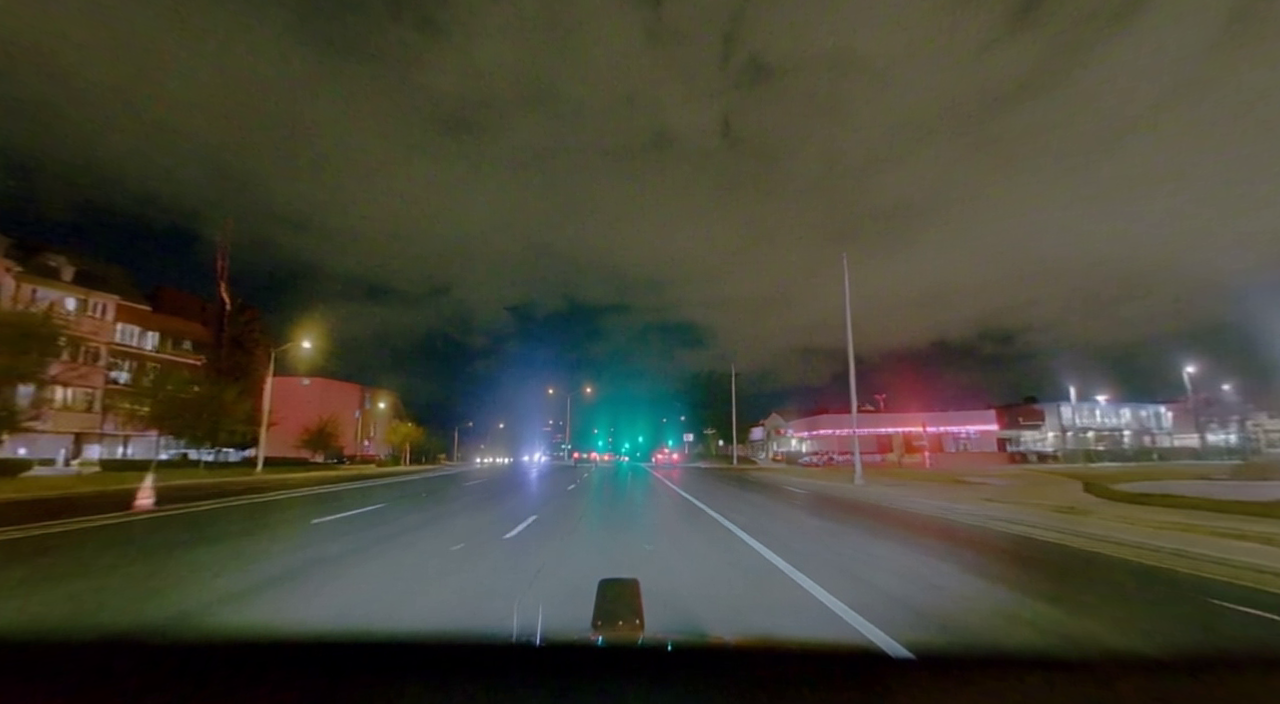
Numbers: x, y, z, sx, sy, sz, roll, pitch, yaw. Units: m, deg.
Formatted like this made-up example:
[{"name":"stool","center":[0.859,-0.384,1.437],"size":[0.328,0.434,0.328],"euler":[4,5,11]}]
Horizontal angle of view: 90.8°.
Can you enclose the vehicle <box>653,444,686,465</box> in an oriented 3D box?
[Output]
[{"name":"vehicle","center":[2.210,7.823,48.426],"size":[2.063,1.483,4.226],"euler":[0,-9,-3]}]
